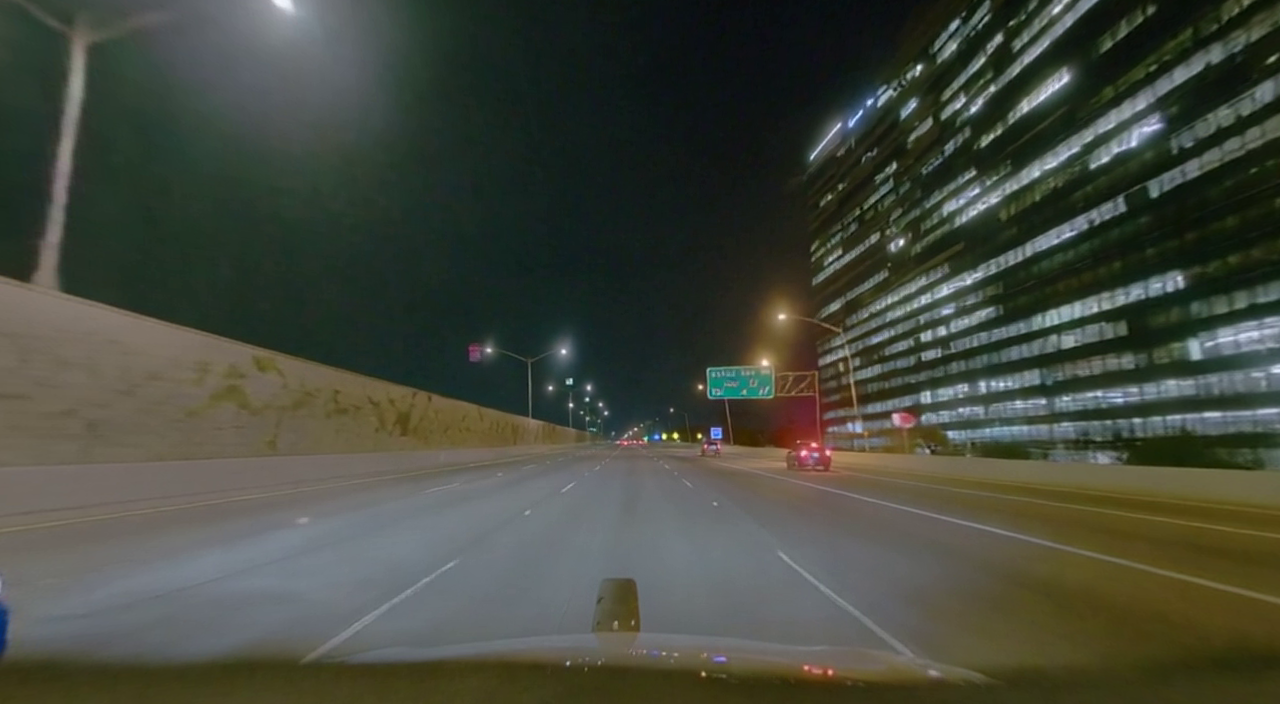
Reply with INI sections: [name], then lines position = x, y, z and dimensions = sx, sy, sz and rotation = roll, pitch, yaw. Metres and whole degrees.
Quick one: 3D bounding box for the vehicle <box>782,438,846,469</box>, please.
[vehicle]
position = 10.162, 5.968, 37.389
dimensions = 2.165, 1.636, 5.175
rotation = 1, -8, -2
